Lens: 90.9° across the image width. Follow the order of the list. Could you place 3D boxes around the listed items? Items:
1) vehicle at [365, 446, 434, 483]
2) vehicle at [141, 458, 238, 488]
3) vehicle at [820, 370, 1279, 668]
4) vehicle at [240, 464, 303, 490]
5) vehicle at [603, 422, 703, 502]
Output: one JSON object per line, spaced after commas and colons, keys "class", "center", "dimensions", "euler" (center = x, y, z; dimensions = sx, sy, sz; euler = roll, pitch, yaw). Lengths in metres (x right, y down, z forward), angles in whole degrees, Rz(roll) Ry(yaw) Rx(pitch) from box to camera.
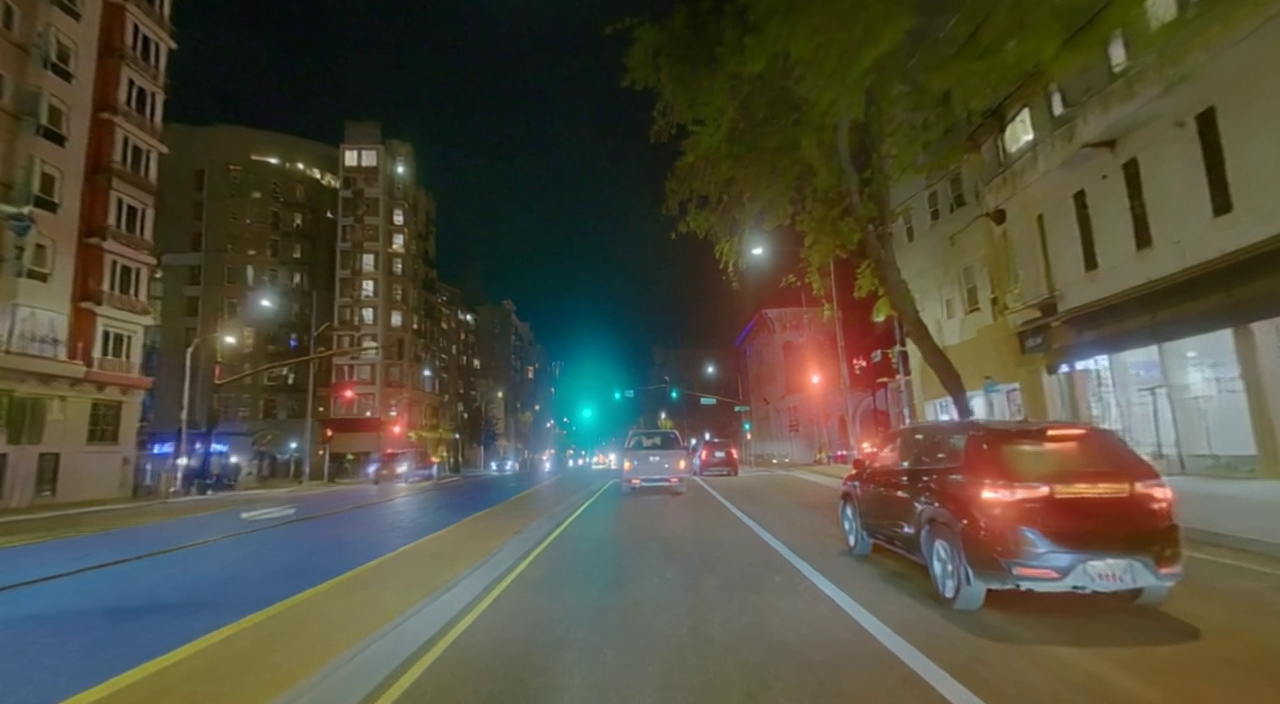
{"class": "vehicle", "center": [-13.443, 6.273, 35.562], "dimensions": [1.914, 1.889, 4.585], "euler": [-1, -9, 2]}
{"class": "vehicle", "center": [-28.882, 7.743, 40.536], "dimensions": [4.558, 1.818, 2.120], "euler": [0, -9, 1]}
{"class": "vehicle", "center": [3.225, 1.282, 5.831], "dimensions": [1.939, 1.746, 4.091], "euler": [0, -9, 1]}
{"class": "vehicle", "center": [-27.259, 9.233, 46.695], "dimensions": [3.416, 1.466, 1.840], "euler": [4, -5, 0]}
{"class": "vehicle", "center": [0.299, 2.758, 16.106], "dimensions": [2.209, 1.748, 4.130], "euler": [0, -9, 1]}
